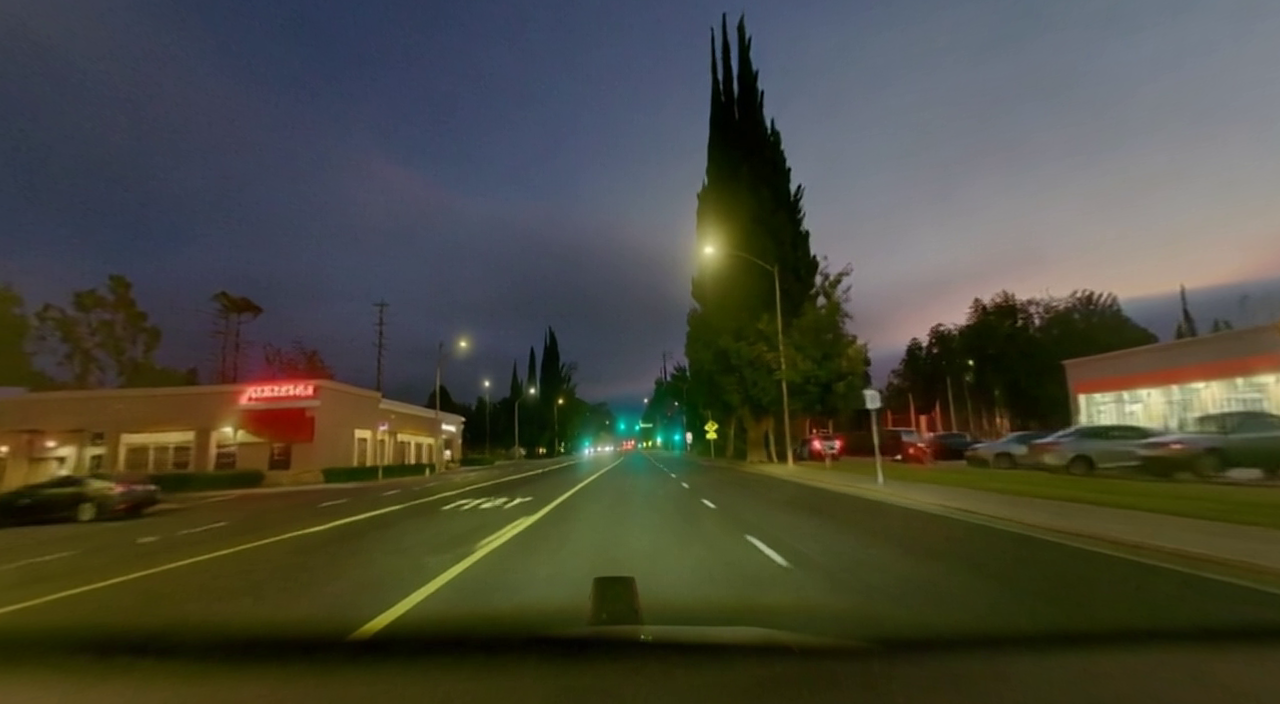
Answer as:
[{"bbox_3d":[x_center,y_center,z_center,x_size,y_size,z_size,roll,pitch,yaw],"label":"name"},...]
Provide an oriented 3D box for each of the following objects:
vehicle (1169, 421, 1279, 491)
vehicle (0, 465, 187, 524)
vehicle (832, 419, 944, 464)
[{"bbox_3d":[15.762,2.472,15.175,4.212,1.537,2.044,0,-8,0],"label":"vehicle"},{"bbox_3d":[-16.828,4.229,18.976,4.752,1.523,2.123,0,-8,-2],"label":"vehicle"},{"bbox_3d":[15.356,5.580,39.370,5.797,2.052,2.329,-6,-8,-1],"label":"vehicle"}]
